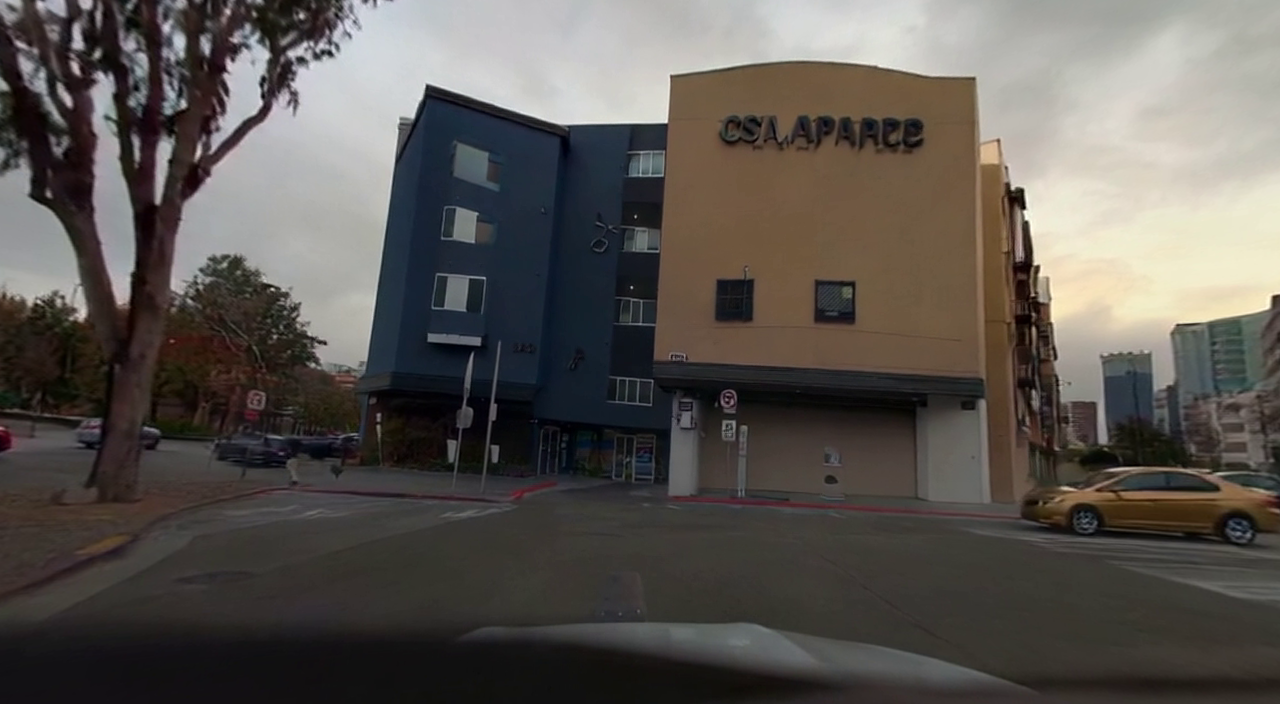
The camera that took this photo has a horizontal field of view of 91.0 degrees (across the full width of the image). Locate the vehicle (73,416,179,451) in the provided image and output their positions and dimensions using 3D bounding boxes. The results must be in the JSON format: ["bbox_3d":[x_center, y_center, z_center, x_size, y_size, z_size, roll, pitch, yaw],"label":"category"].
[{"bbox_3d":[-25.113,4.013,30.935,1.870,1.563,4.039,0,-8,-2],"label":"vehicle"}]
